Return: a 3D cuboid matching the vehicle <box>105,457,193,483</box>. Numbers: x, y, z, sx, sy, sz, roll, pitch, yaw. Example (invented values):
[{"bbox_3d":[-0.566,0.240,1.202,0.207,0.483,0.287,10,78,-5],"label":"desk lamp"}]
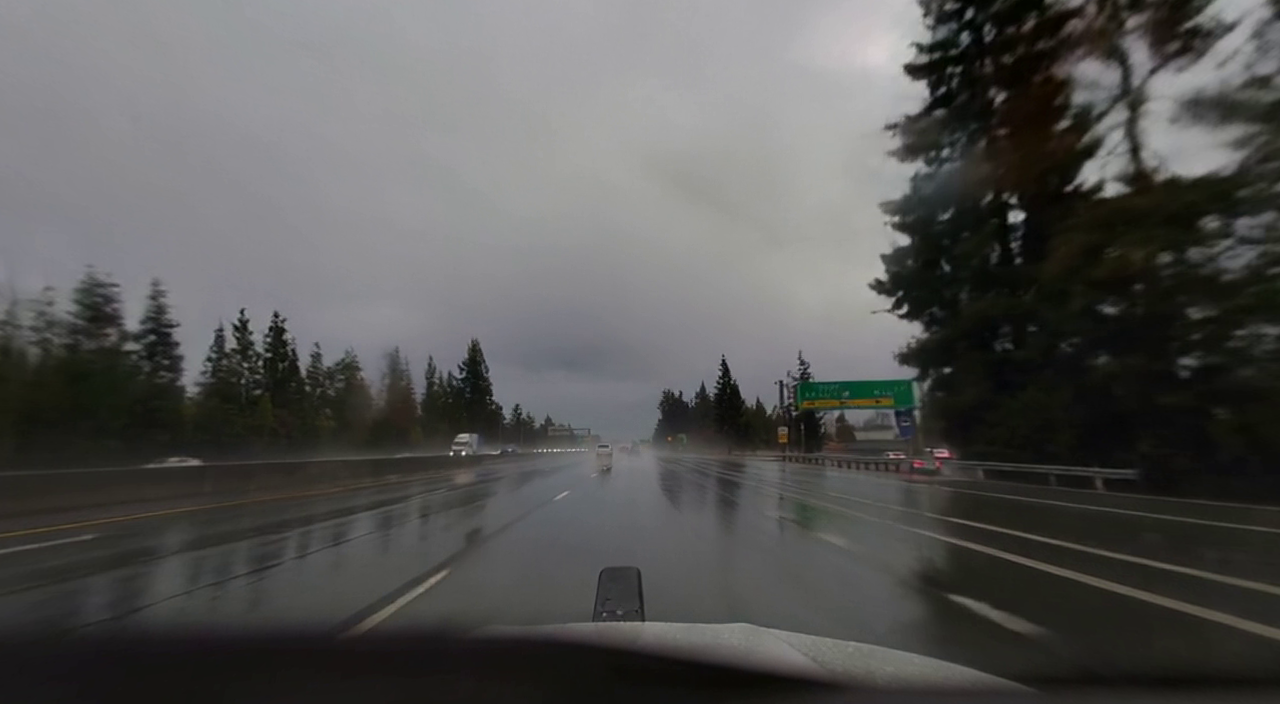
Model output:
[{"bbox_3d":[-31.116,7.476,40.156,2.025,1.453,4.511,0,-9,-1],"label":"vehicle"}]
